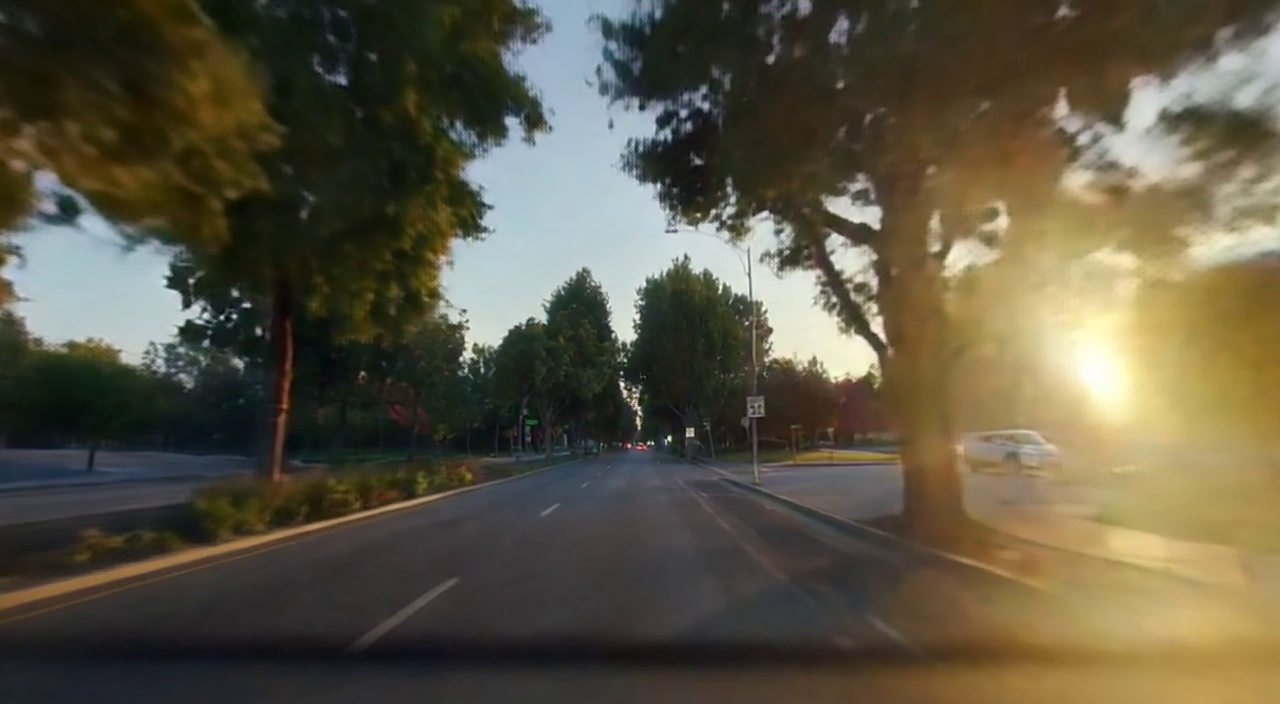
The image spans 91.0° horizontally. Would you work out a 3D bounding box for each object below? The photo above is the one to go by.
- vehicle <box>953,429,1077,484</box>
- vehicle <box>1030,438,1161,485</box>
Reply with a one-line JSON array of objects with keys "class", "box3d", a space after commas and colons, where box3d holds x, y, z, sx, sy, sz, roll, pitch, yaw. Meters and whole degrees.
[{"class": "vehicle", "box3d": [14.361, 4.060, 24.499, 1.855, 1.900, 4.714, 0, -9, -1]}, {"class": "vehicle", "box3d": [17.153, 4.136, 23.965, 1.851, 1.566, 3.968, -1, -9, -2]}]
